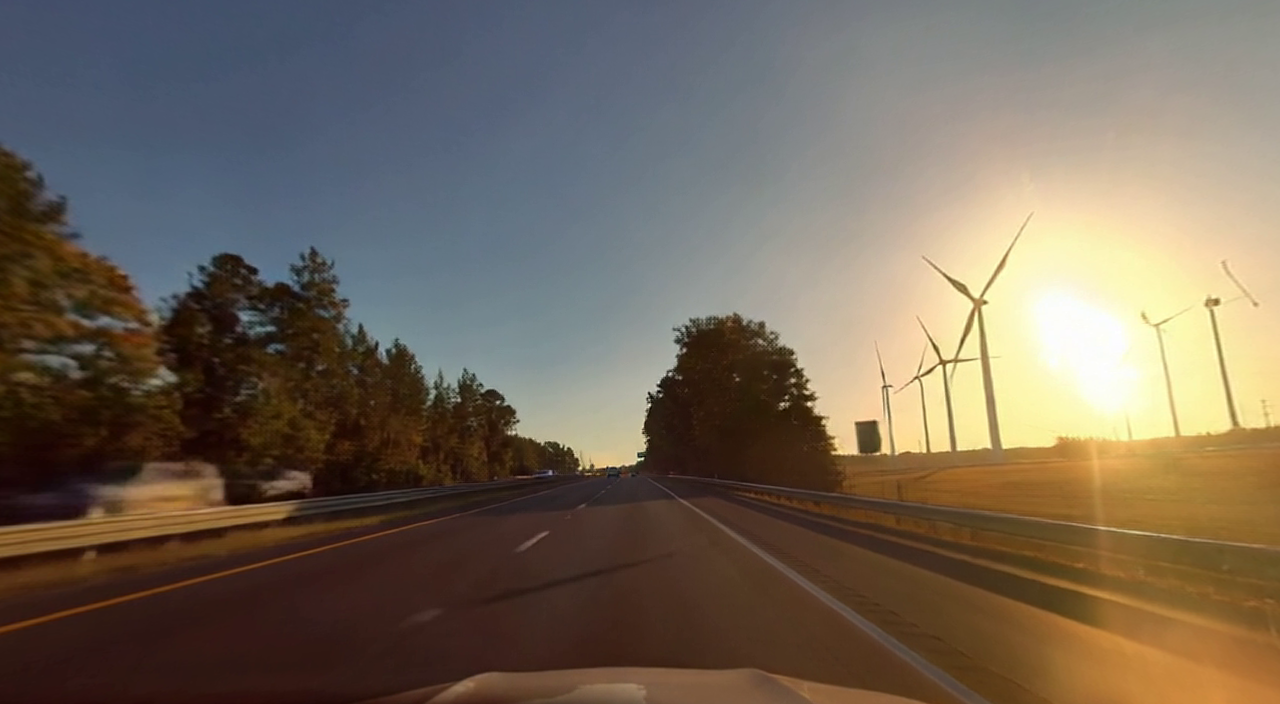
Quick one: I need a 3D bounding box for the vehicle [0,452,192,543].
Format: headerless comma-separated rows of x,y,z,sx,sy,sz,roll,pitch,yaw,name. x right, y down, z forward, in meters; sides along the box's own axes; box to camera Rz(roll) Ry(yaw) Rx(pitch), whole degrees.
-12.647,3.143,14.076,1.977,1.680,4.321,1,-11,0,vehicle

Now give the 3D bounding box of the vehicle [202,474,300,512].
-16.262,5.875,26.556,1.683,1.410,3.755,1,-11,0,vehicle
